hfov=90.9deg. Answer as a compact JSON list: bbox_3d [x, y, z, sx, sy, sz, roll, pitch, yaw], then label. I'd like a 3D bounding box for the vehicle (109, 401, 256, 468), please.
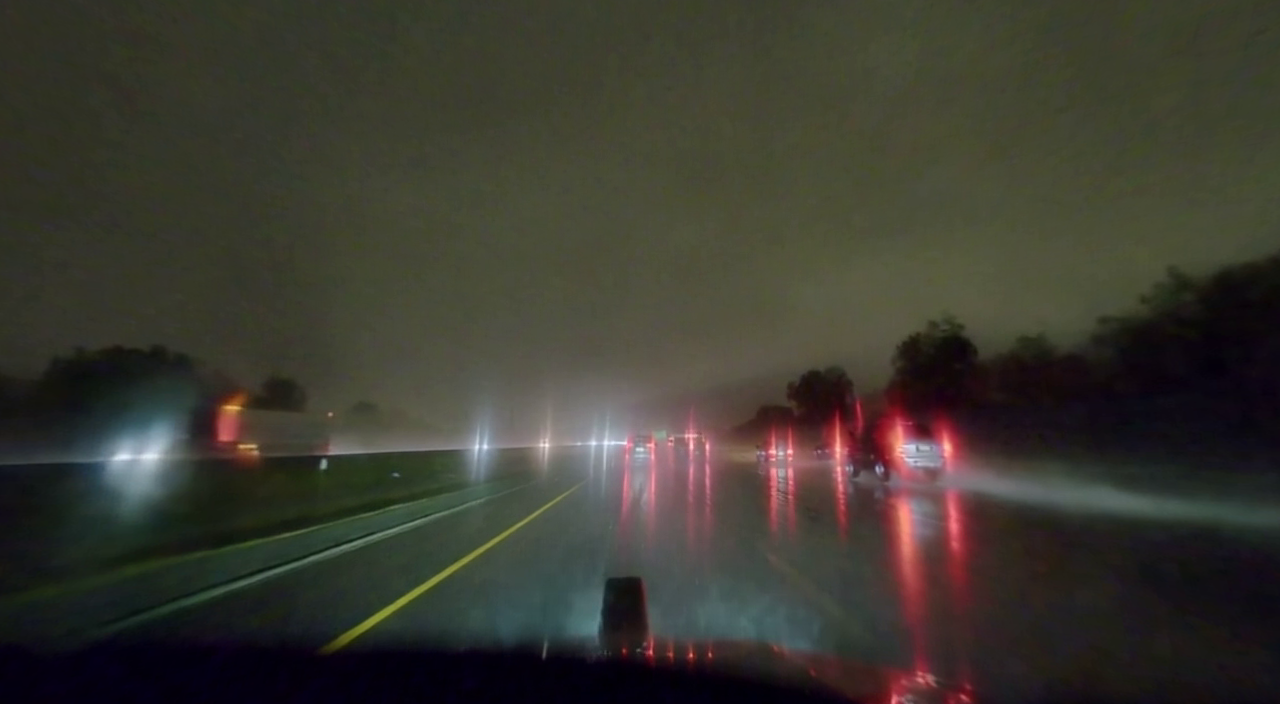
[{"bbox_3d":[-29.831,5.538,41.803,3.398,3.998,8.267,0,-8,0],"label":"vehicle"}]
